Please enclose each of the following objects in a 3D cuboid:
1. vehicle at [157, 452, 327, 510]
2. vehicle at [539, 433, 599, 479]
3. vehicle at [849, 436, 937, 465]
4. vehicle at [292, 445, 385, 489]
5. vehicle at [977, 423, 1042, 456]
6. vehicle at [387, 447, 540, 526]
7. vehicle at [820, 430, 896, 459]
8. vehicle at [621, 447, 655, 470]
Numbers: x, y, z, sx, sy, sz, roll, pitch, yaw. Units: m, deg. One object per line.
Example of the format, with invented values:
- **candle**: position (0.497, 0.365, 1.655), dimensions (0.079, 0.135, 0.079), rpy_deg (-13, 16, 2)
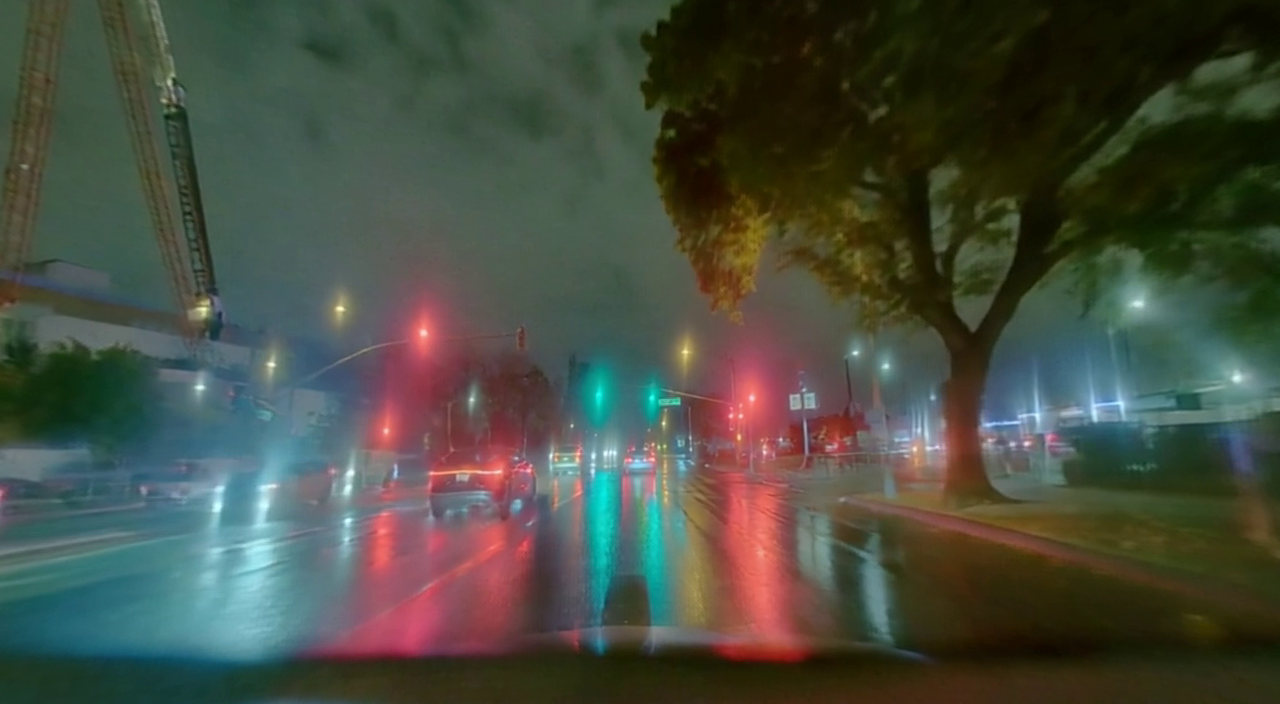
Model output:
- **vehicle**: position (-11.996, 3.886, 19.496), dimensions (2.050, 1.498, 4.703), rpy_deg (-1, -9, 3)
- **vehicle**: position (-3.322, 4.995, 30.534), dimensions (2.240, 2.054, 4.662), rpy_deg (0, -9, 2)
- **vehicle**: position (13.441, 5.218, 33.546), dimensions (4.061, 1.465, 1.803), rpy_deg (2, -8, -17)
- **vehicle**: position (-15.383, 5.851, 32.569), dimensions (2.270, 1.978, 5.032), rpy_deg (-2, -9, 1)
- **vehicle**: position (23.653, 5.610, 40.247), dimensions (2.304, 1.936, 5.023), rpy_deg (-9, -12, 43)
- **vehicle**: position (-3.563, 2.791, 13.748), dimensions (1.959, 1.406, 4.527), rpy_deg (0, -9, 1)
- **vehicle**: position (12.171, 5.176, 35.245), dimensions (3.500, 1.563, 1.871), rpy_deg (2, -9, -19)
- **vehicle**: position (-0.092, 7.104, 42.219), dimensions (2.171, 1.422, 4.146), rpy_deg (0, -9, 1)
